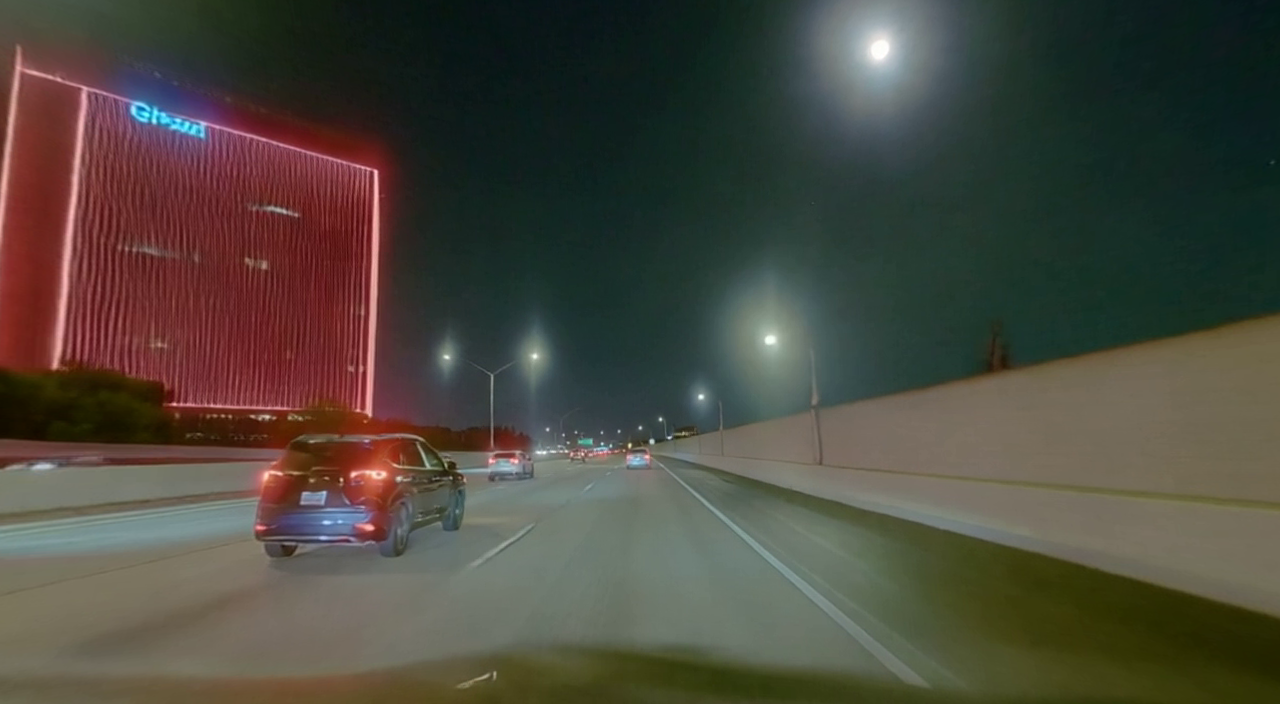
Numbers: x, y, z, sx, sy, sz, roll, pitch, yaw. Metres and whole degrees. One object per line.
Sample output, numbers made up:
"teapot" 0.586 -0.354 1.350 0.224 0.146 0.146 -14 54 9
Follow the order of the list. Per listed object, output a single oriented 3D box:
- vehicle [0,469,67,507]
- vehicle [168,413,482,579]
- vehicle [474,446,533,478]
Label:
"vehicle" -28.126 6.005 27.823 1.835 1.476 3.924 0 -9 1
"vehicle" -3.894 1.854 8.947 2.059 1.725 4.521 0 -9 1
"vehicle" -7.175 5.821 33.592 1.998 1.542 4.953 0 -9 1
